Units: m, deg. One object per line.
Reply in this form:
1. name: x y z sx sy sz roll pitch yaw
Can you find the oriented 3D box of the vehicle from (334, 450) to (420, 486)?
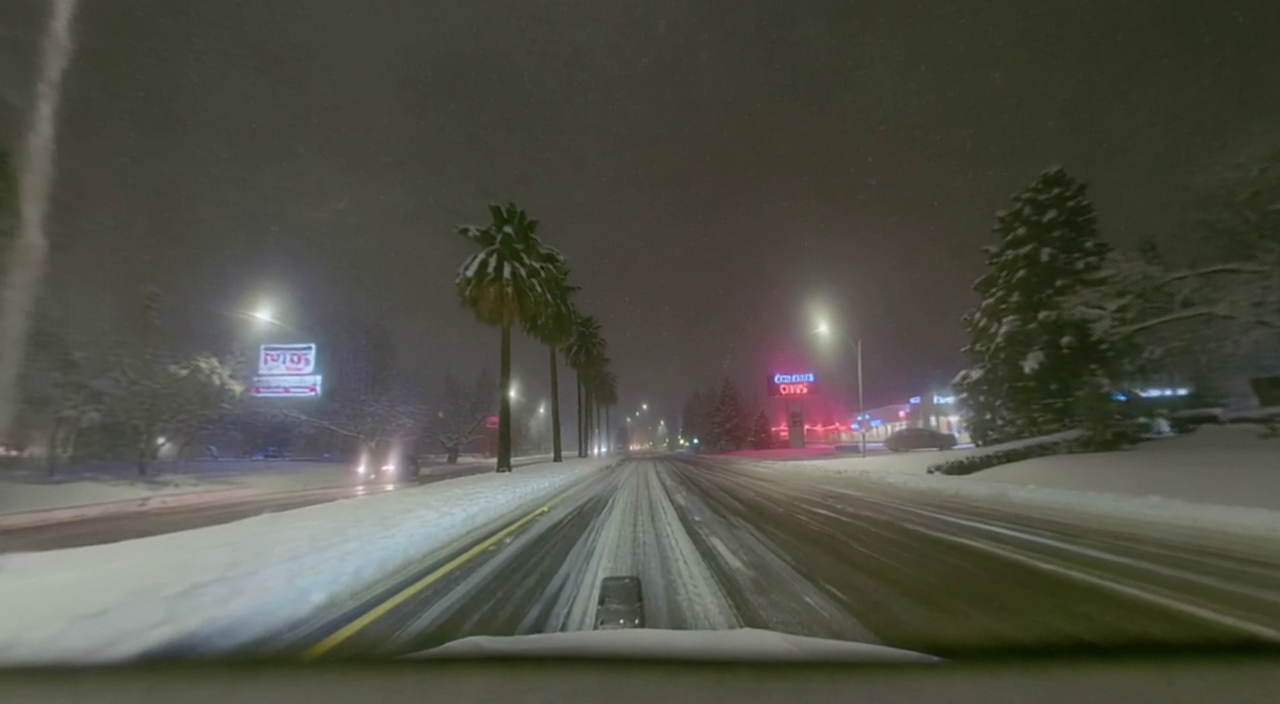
1. vehicle: -12.091 5.336 29.429 2.015 1.484 4.651 0 -8 0
